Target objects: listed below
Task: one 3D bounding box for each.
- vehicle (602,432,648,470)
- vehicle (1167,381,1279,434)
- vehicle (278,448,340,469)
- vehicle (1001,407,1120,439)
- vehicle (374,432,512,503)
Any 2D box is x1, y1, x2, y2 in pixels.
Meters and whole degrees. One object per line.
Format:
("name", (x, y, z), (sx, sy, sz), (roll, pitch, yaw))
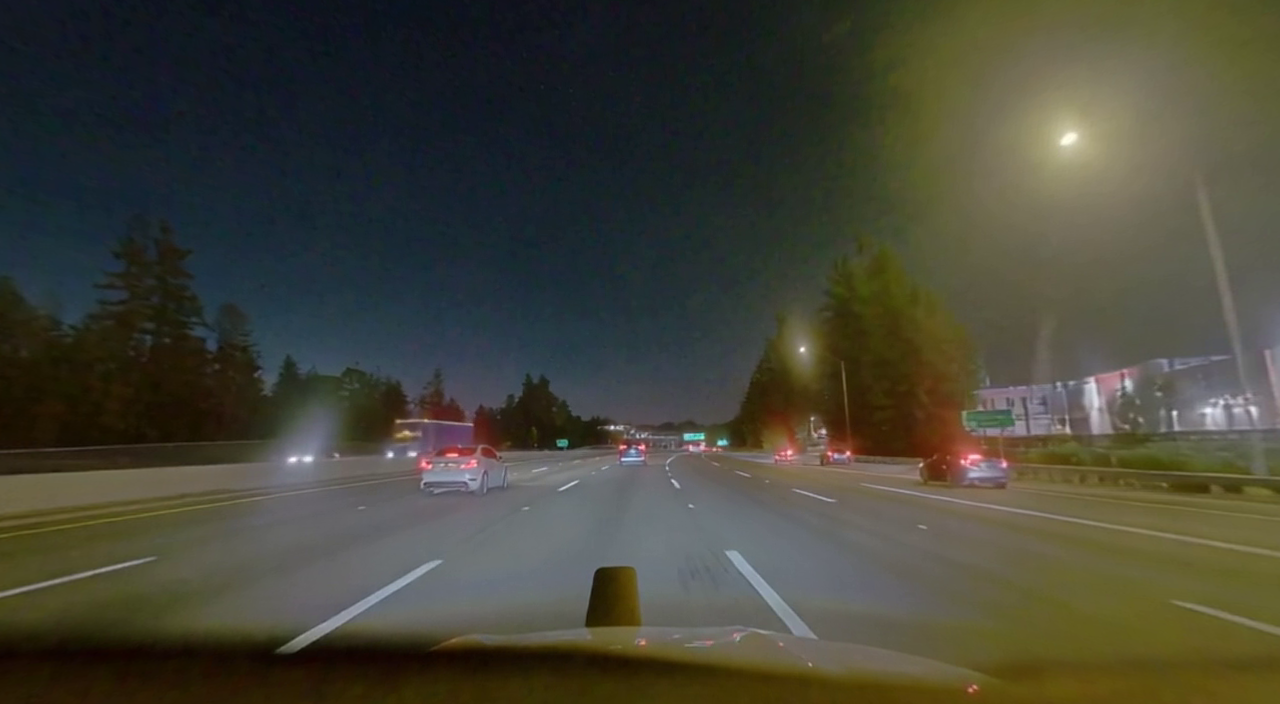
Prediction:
("vehicle", (-0.697, 5.232, 33.420), (2.155, 1.856, 4.796), (0, -9, 2))
("vehicle", (21.410, 1.997, 22.985), (3.961, 1.663, 1.906), (0, -7, -28))
("vehicle", (-25.568, 8.221, 48.987), (1.872, 1.473, 4.725), (-1, -9, 6))
("vehicle", (20.703, 3.521, 31.232), (4.487, 1.477, 1.804), (-1, -9, 4))
("vehicle", (-4.631, 2.785, 15.665), (1.907, 1.483, 4.562), (0, -9, 1))
